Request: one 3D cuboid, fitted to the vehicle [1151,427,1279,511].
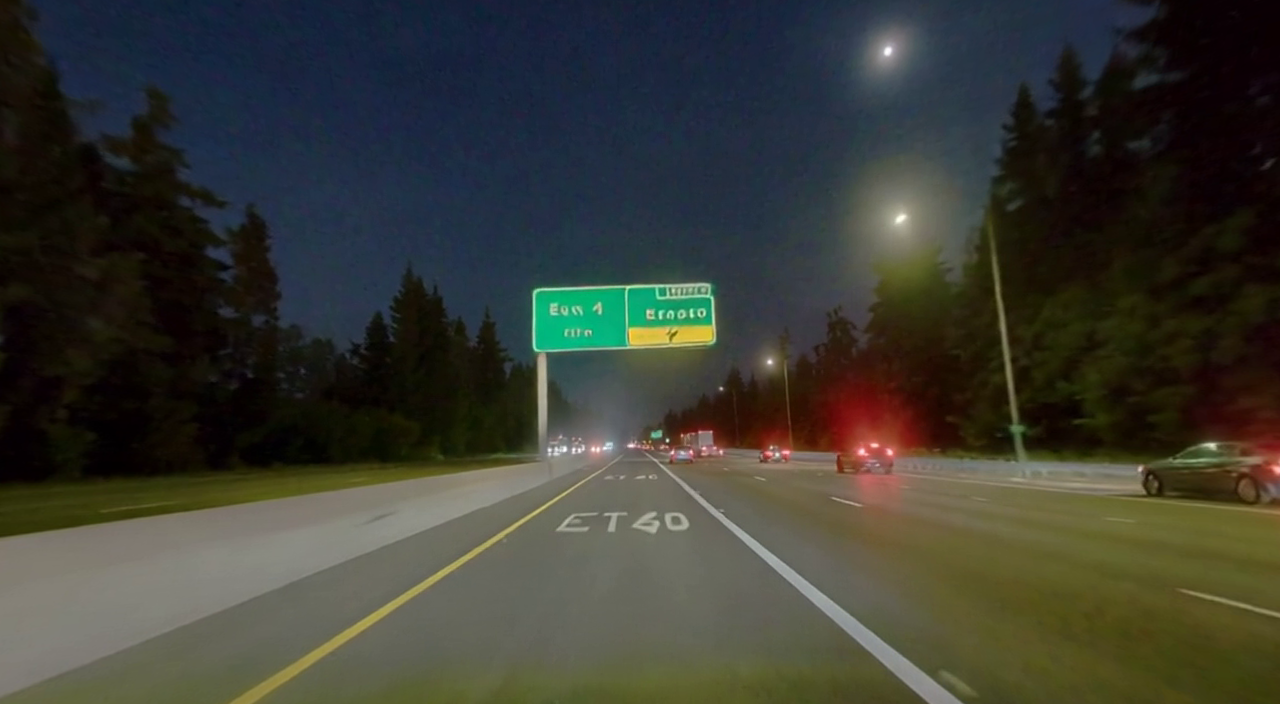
[{"bbox_3d":[14.146,2.550,13.963,1.957,1.709,4.387,0,-9,-1],"label":"vehicle"}]

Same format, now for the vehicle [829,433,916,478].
[{"bbox_3d":[10.208,4.594,28.138,2.098,1.820,4.505,0,-9,-1],"label":"vehicle"}]
